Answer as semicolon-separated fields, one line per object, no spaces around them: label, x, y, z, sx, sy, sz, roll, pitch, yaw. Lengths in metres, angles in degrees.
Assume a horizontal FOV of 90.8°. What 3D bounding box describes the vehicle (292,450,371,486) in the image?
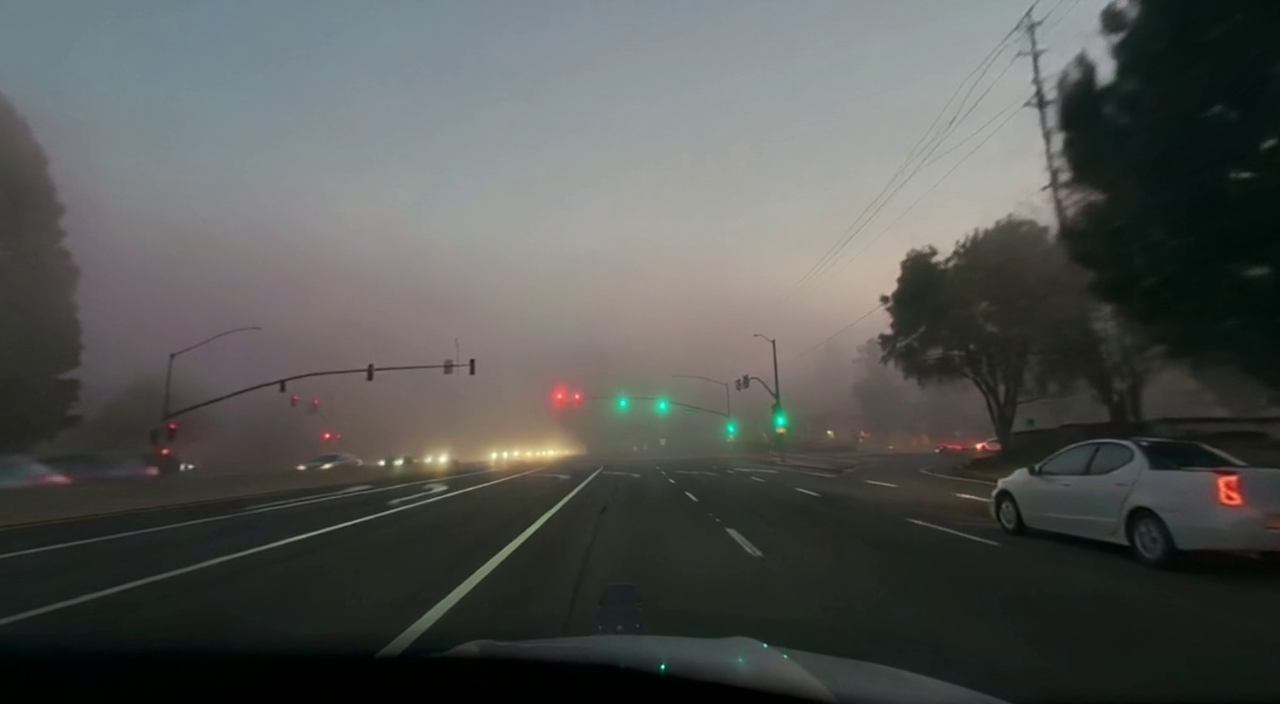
vehicle;-14.804;5.568;30.576;1.880;1.545;3.962;0;-9;-1

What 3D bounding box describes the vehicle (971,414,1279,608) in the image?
vehicle;6.080;1.566;7.102;2.113;1.520;4.650;0;-9;-1

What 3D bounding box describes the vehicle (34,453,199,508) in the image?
vehicle;-18.250;4.441;22.390;1.944;1.681;4.593;0;-9;-2
